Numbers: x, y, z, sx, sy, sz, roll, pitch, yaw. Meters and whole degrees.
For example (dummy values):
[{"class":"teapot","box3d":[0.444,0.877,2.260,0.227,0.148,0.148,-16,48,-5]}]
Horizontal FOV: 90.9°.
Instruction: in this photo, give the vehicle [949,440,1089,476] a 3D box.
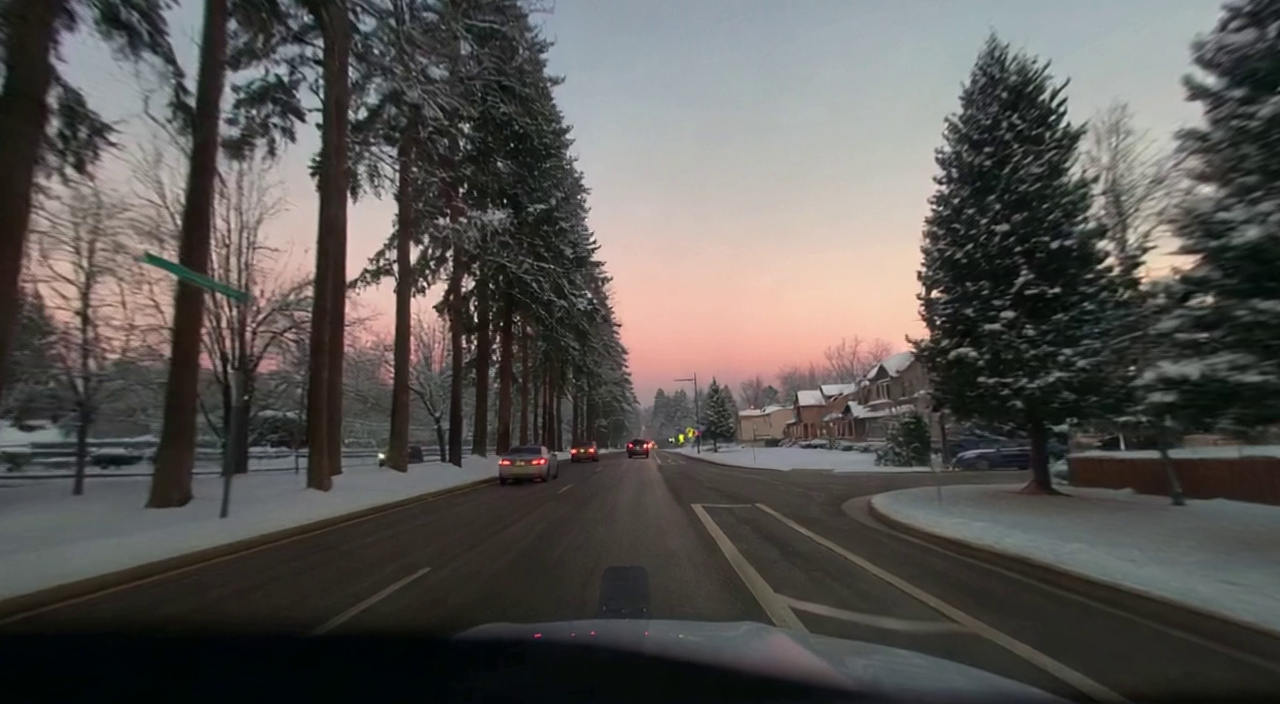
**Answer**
[{"class":"vehicle","box3d":[17.197,4.825,28.814,4.970,1.575,2.140,0,-8,1]}]

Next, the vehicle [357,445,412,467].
[{"class":"vehicle","box3d":[-19.836,8.063,49.138,2.041,1.566,5.174,0,-8,1]}]

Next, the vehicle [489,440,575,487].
[{"class":"vehicle","box3d":[-3.665,3.897,22.331,2.188,1.473,4.651,0,-8,1]}]
